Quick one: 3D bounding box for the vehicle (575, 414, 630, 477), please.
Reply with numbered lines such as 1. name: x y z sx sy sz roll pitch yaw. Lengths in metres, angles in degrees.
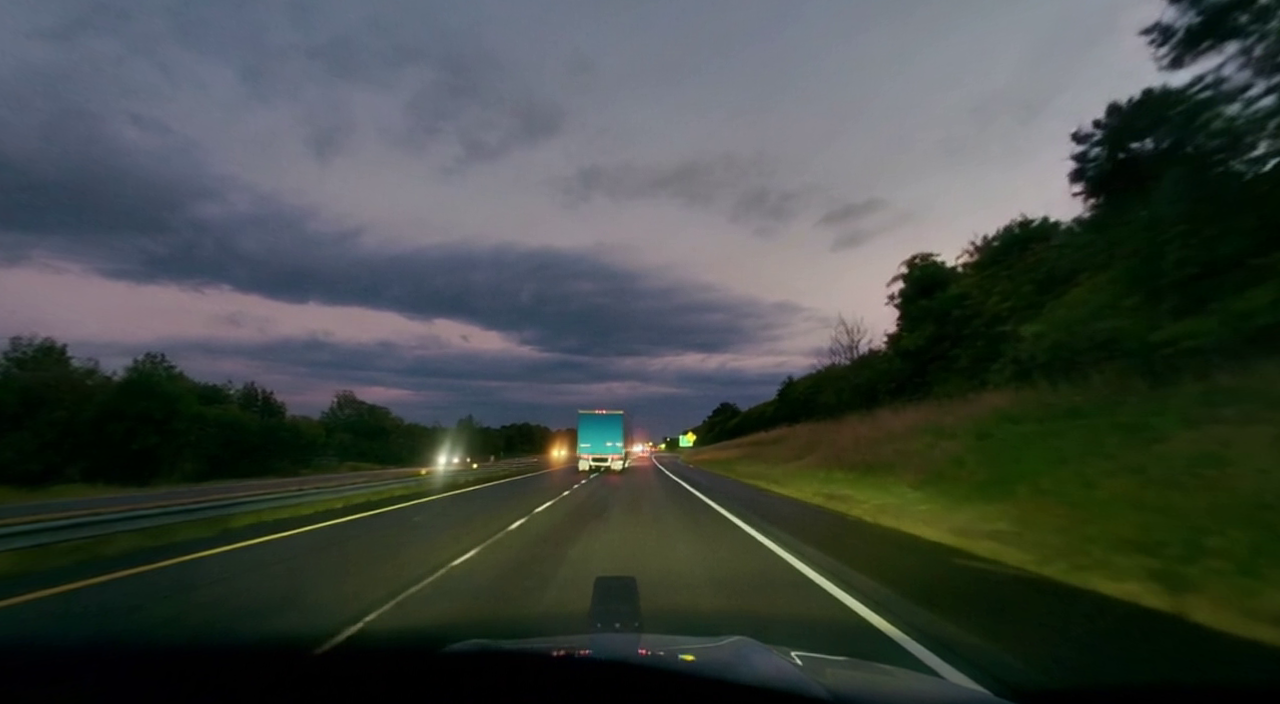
1. vehicle: -2.006 5.409 36.328 2.704 3.270 6.745 0 -9 1
